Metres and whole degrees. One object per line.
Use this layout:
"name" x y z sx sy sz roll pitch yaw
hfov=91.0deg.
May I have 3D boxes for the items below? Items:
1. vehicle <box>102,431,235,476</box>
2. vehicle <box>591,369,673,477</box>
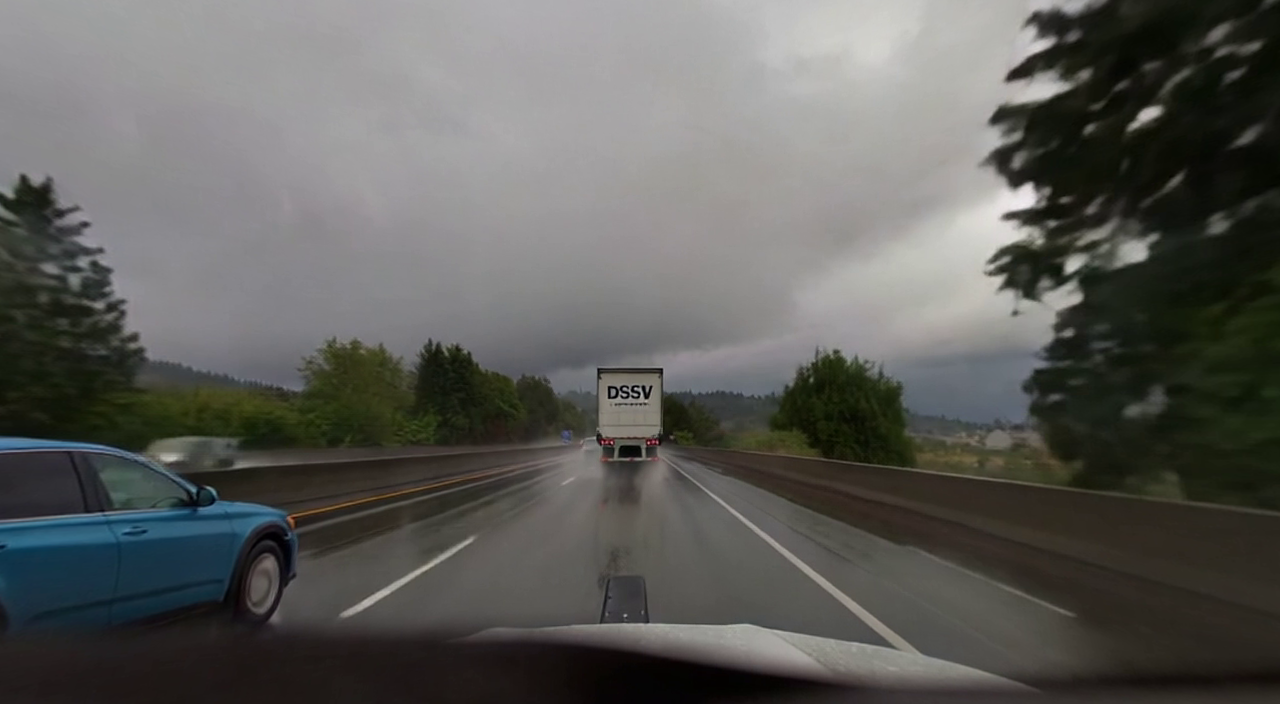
"vehicle" -17.049 3.678 23.055 1.748 1.494 3.990 0 -8 0
"vehicle" -0.392 3.286 28.190 2.969 3.957 10.270 0 -8 -1
